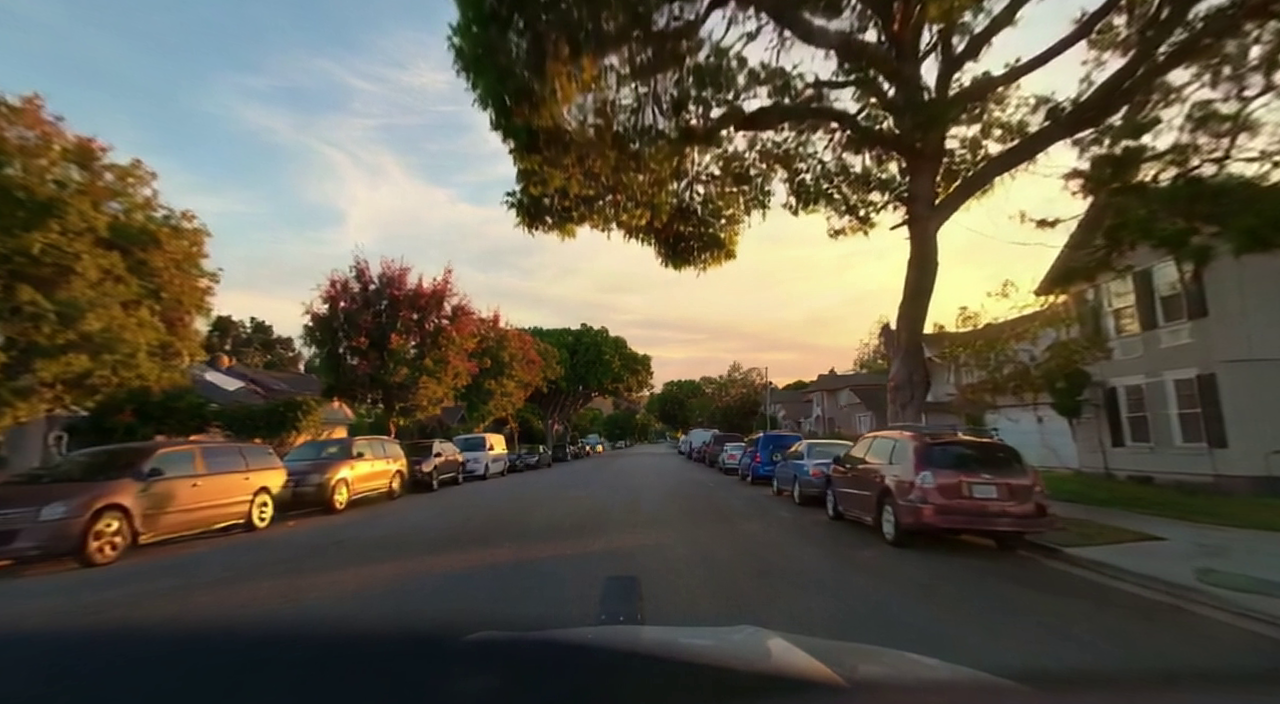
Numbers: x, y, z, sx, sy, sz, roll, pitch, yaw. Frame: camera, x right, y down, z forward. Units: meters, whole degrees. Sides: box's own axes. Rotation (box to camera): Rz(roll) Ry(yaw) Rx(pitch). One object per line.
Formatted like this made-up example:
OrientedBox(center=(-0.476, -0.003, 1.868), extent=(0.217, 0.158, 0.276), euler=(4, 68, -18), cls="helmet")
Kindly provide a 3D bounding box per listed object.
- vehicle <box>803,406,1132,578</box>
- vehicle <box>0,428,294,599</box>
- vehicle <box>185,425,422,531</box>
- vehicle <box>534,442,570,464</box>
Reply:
OrientedBox(center=(3.983, 1.760, 8.993), extent=(1.903, 1.714, 5.092), euler=(0, -8, -1), cls="vehicle")
OrientedBox(center=(-7.133, 1.984, 8.863), extent=(1.898, 1.715, 4.537), euler=(-3, -7, 2), cls="vehicle")
OrientedBox(center=(-7.130, 2.738, 14.476), extent=(1.965, 1.797, 6.086), euler=(-3, -9, 2), cls="vehicle")
OrientedBox(center=(-6.447, 7.431, 46.851), extent=(1.869, 1.467, 4.921), euler=(-1, -8, 1), cls="vehicle")
